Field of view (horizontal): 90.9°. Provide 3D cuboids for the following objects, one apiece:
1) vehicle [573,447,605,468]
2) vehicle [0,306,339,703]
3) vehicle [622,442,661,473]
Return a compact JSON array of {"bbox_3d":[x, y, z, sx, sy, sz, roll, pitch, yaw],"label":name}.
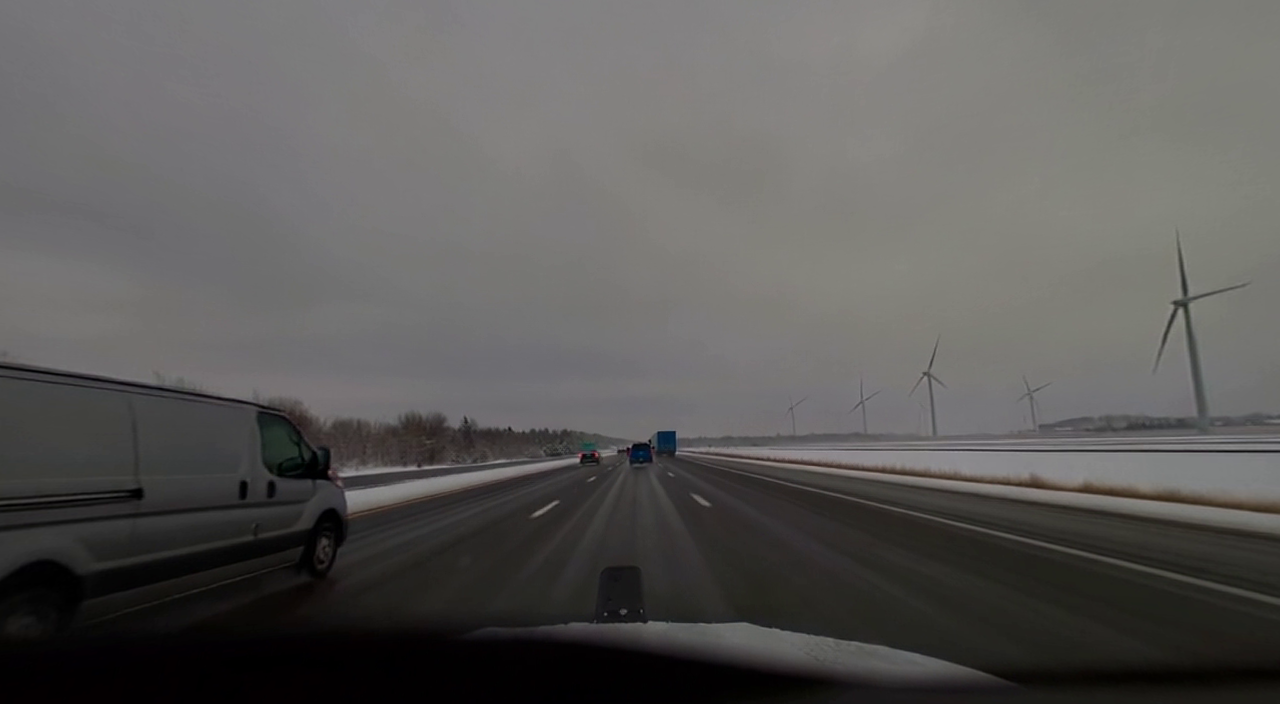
[{"bbox_3d":[-3.747,7.841,46.999,1.984,1.491,4.341,0,-9,0],"label":"vehicle"},{"bbox_3d":[-4.101,0.925,3.807,2.238,1.984,4.650,0,-9,0],"label":"vehicle"},{"bbox_3d":[0.068,6.090,36.521,2.083,1.689,4.083,0,-9,0],"label":"vehicle"}]
